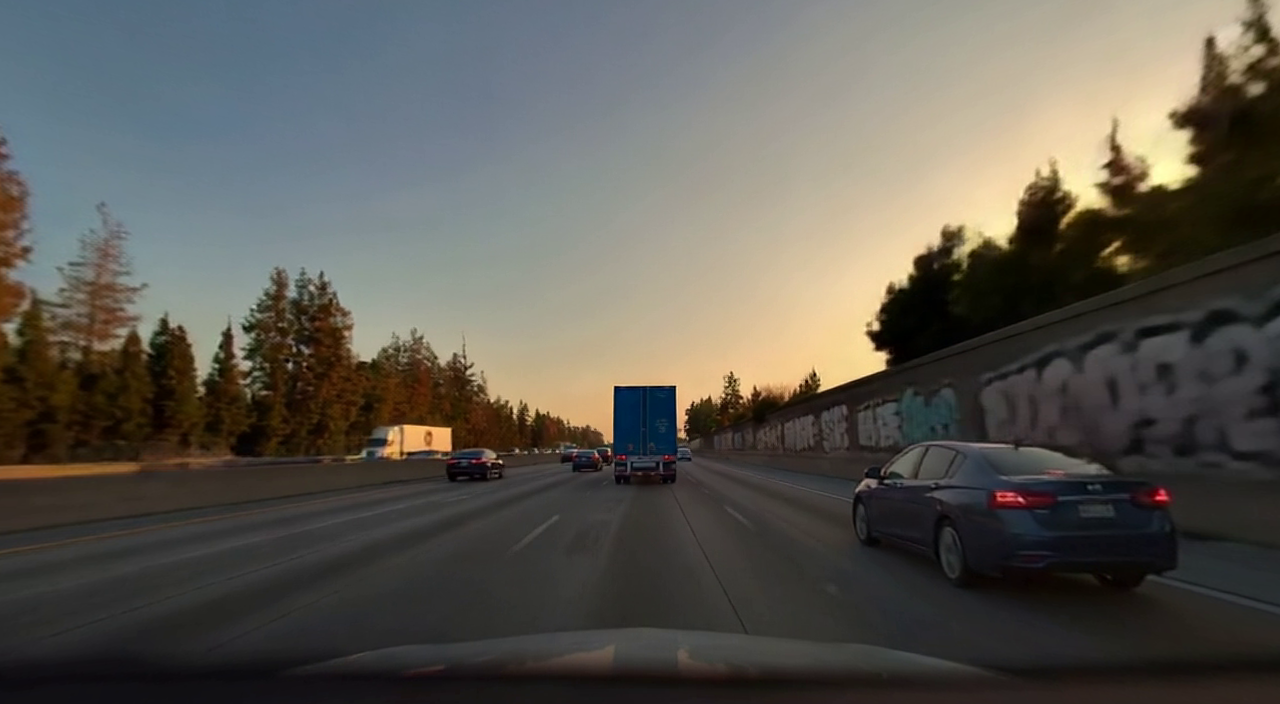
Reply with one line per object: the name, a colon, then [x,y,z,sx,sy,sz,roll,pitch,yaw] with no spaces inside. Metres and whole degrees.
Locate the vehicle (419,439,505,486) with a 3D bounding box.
vehicle: [-6.660,4.188,24.102,2.005,1.607,4.042,0,-9,1]

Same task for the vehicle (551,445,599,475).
vehicle: [-3.377,5.731,33.637,2.020,1.505,4.171,0,-9,1]

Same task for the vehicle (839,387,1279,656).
vehicle: [3.816,1.411,6.263,2.205,1.689,4.403,0,-9,0]

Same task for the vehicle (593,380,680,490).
vehicle: [-0.082,3.539,26.082,2.915,3.661,9.741,0,-9,0]
